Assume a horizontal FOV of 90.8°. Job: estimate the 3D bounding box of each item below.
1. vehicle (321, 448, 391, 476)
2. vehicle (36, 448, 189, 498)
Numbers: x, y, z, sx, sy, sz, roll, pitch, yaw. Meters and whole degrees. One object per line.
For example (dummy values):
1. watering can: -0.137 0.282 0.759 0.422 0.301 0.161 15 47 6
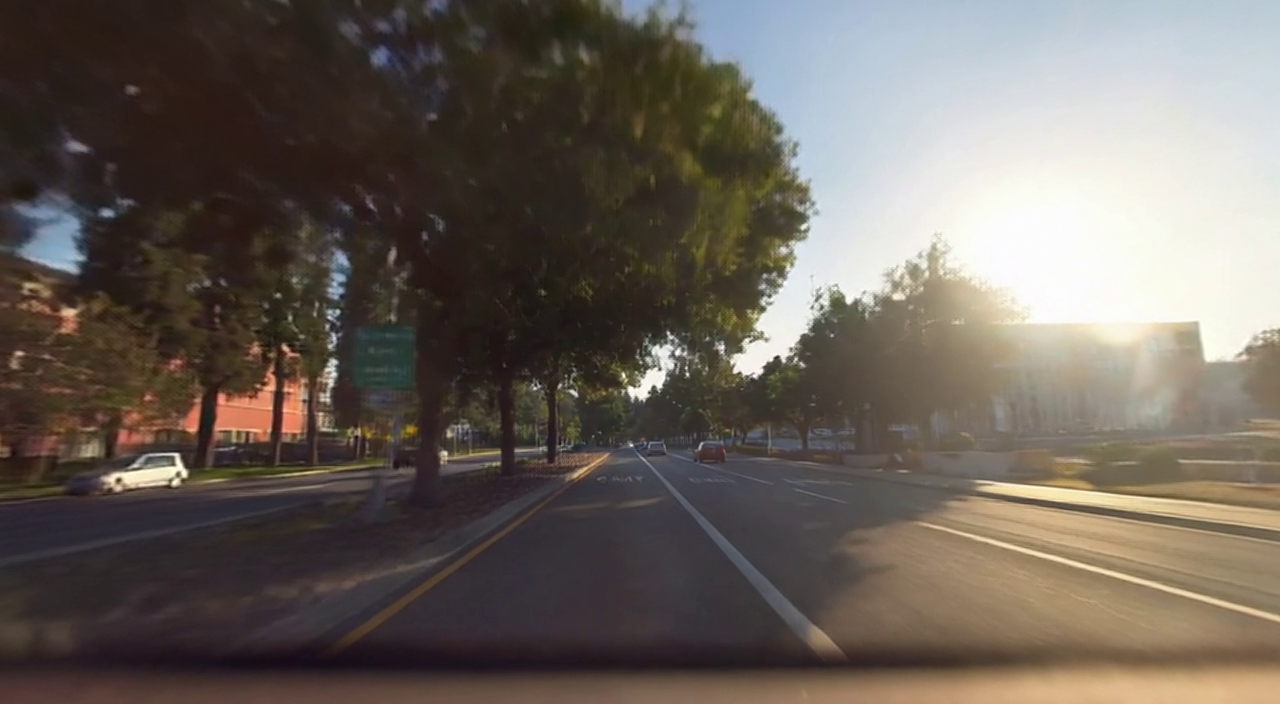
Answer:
1. vehicle: -16.500 6.369 36.944 1.961 1.480 4.520 0 -8 0
2. vehicle: -19.670 4.490 23.890 1.957 1.643 4.460 -1 -9 -1
